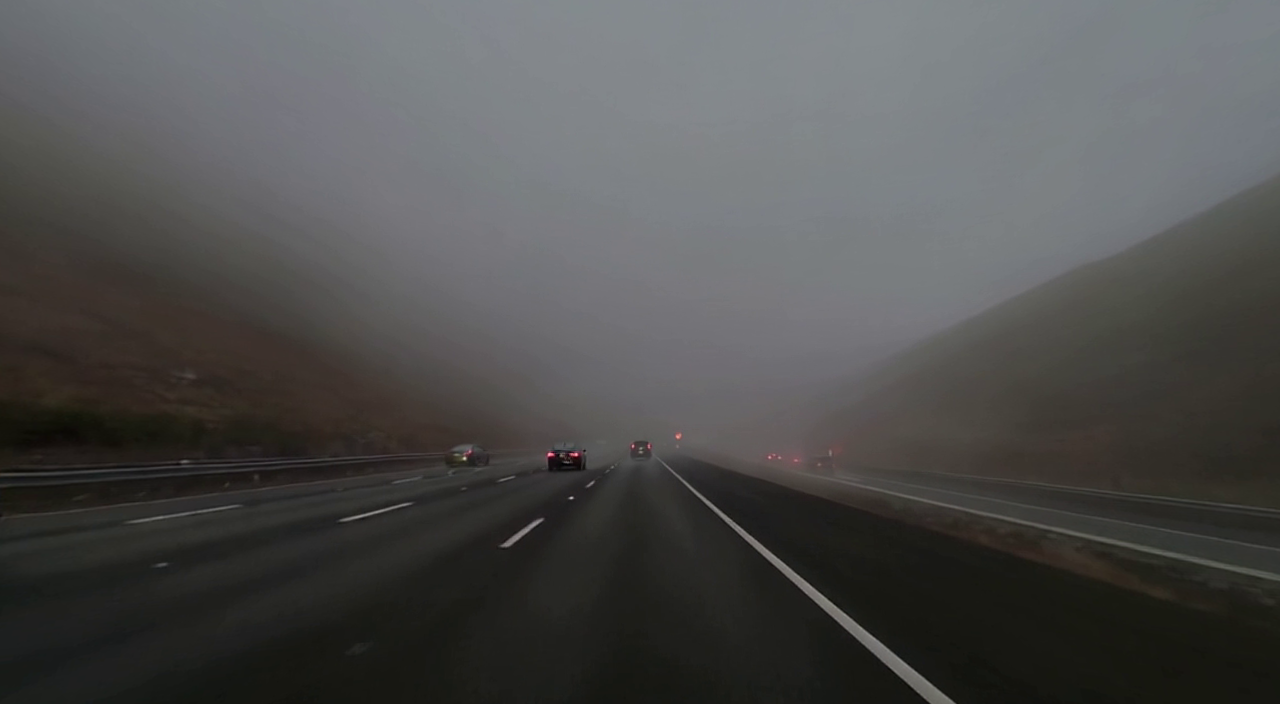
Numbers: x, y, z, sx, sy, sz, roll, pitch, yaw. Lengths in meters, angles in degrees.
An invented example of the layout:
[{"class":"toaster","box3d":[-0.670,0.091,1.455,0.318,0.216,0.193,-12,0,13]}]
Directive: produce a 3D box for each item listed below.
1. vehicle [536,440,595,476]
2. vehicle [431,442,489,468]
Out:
[{"class":"vehicle","box3d":[-3.392,4.921,29.609,2.080,1.505,4.649,-1,-8,1]},{"class":"vehicle","box3d":[-10.717,6.164,38.006,1.945,1.466,4.947,0,-8,1]}]
